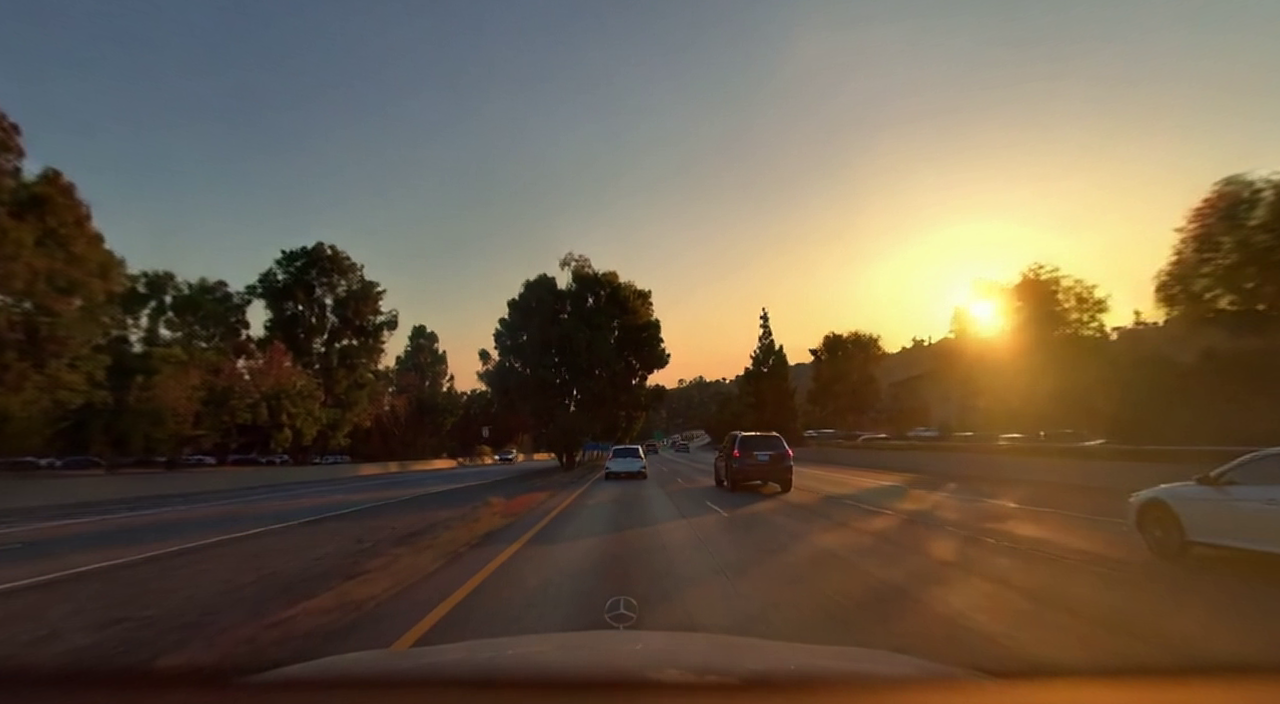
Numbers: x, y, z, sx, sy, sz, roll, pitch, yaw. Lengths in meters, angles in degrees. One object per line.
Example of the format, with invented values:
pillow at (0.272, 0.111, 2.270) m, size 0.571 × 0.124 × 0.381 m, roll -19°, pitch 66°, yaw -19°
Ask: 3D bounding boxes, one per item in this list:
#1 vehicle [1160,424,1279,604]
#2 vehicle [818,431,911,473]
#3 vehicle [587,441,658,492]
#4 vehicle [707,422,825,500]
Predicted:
vehicle at (6.504, 1.146, 3.973) m, size 2.434 × 1.467 × 4.726 m, roll 0°, pitch -8°, yaw 0°
vehicle at (11.163, 5.039, 32.006) m, size 2.533 × 1.900 × 6.143 m, roll 0°, pitch -8°, yaw 1°
vehicle at (-0.507, 3.578, 20.096) m, size 2.040 × 1.451 × 3.736 m, roll 0°, pitch -8°, yaw 0°
vehicle at (3.263, 2.963, 17.517) m, size 2.186 × 1.842 × 4.553 m, roll 0°, pitch -8°, yaw -2°
